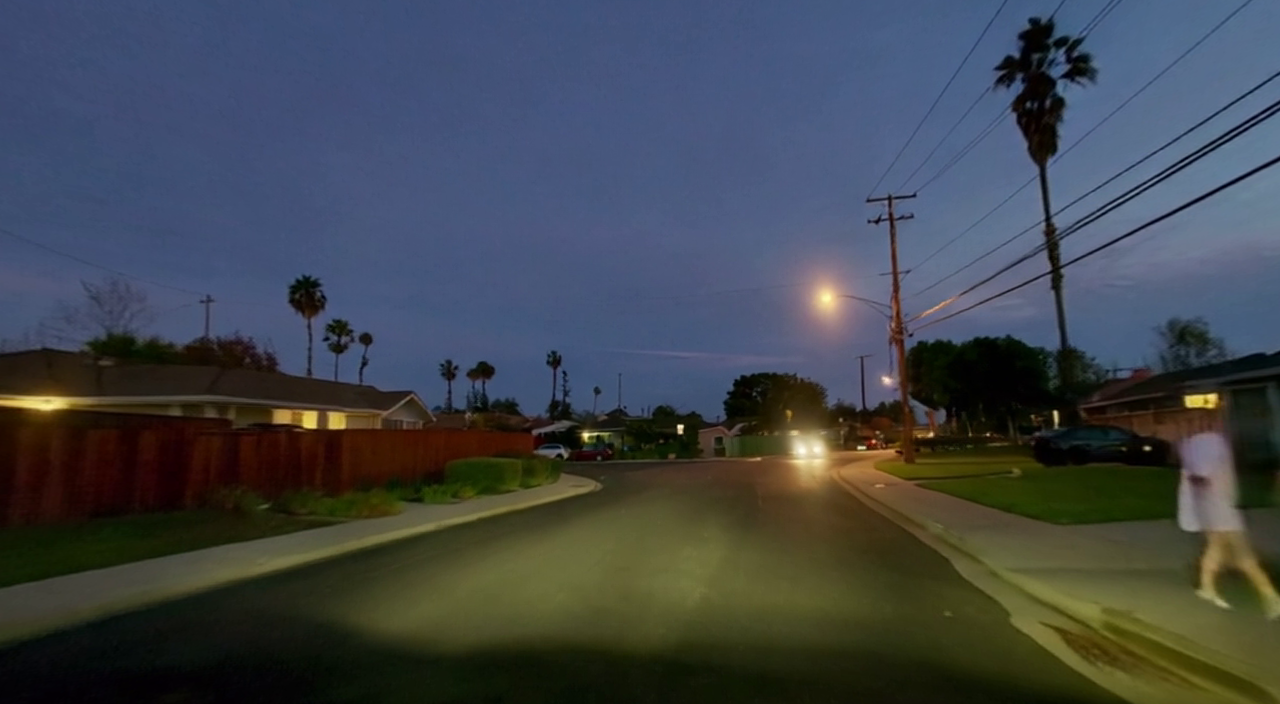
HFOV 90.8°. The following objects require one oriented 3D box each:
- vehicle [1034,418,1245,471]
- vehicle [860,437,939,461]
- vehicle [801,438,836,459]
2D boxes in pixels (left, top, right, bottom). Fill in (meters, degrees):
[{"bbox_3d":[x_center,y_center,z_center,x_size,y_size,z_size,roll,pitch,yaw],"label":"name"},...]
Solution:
[{"bbox_3d":[15.324,2.882,19.684,4.641,1.498,2.001,-1,-9,10],"label":"vehicle"},{"bbox_3d":[16.593,6.240,40.442,4.531,1.447,1.814,-4,-10,23],"label":"vehicle"},{"bbox_3d":[14.191,7.631,49.982,1.955,1.632,3.688,-4,-10,26],"label":"vehicle"}]
